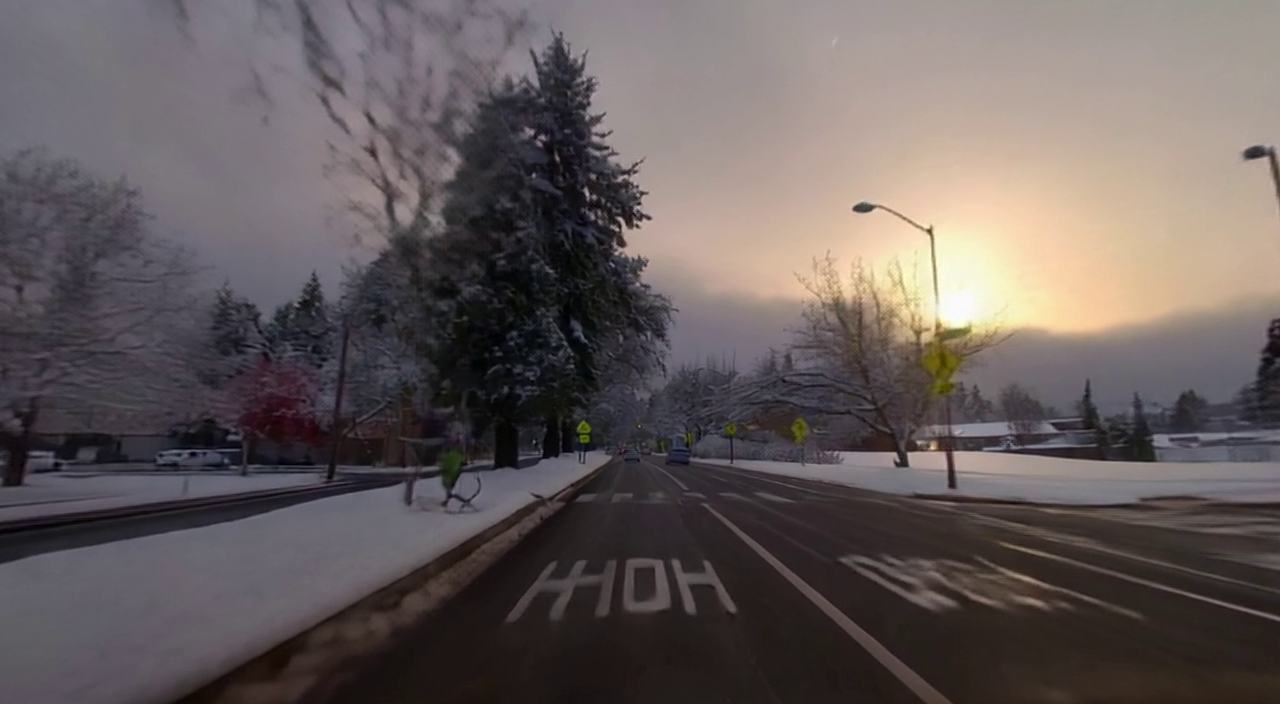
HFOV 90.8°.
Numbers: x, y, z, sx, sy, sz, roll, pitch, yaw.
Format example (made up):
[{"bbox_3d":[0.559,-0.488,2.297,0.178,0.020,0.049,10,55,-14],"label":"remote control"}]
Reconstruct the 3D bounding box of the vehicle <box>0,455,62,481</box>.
[{"bbox_3d":[-42.197,7.730,42.230,5.040,1.660,1.996,0,-9,-1],"label":"vehicle"}]

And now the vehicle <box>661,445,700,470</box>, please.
[{"bbox_3d":[2.629,6.934,41.767,2.142,1.501,4.273,0,-9,-2],"label":"vehicle"}]
